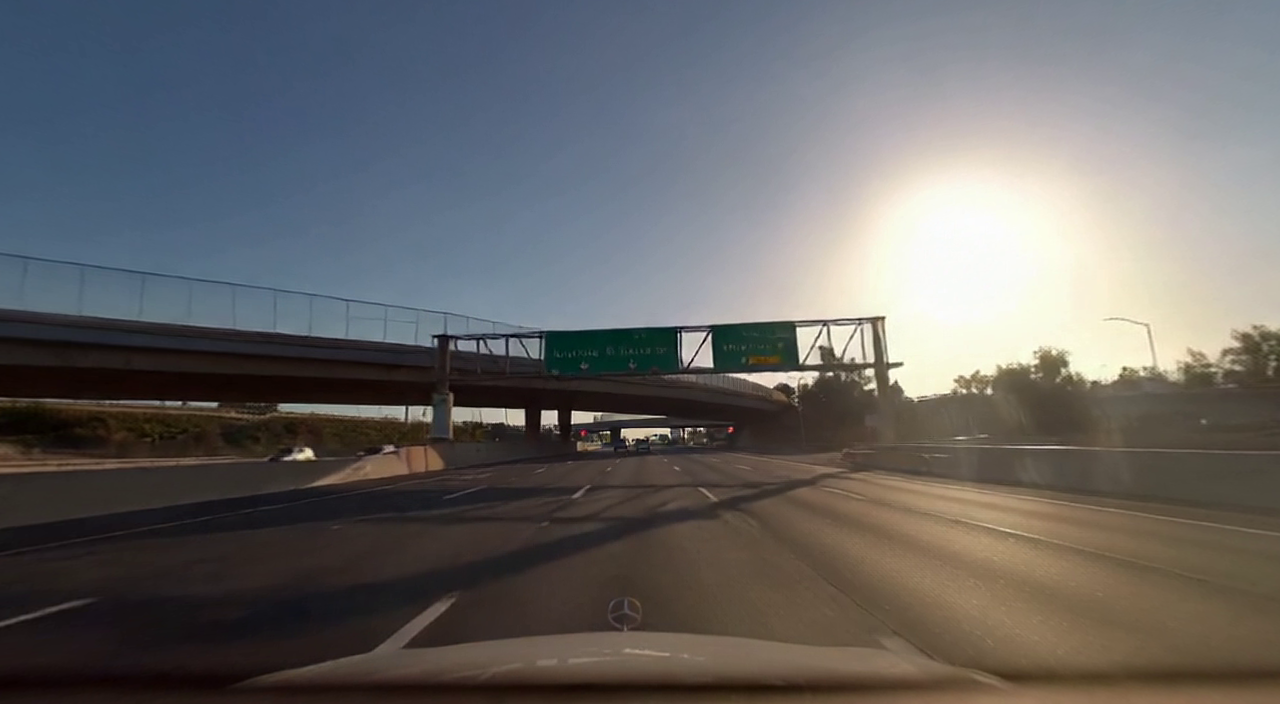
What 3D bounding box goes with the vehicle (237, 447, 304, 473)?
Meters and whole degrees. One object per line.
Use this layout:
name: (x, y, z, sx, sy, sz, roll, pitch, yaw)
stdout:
vehicle: (-25.411, 7.403, 43.511, 1.945, 1.621, 4.378, 0, -9, 0)
